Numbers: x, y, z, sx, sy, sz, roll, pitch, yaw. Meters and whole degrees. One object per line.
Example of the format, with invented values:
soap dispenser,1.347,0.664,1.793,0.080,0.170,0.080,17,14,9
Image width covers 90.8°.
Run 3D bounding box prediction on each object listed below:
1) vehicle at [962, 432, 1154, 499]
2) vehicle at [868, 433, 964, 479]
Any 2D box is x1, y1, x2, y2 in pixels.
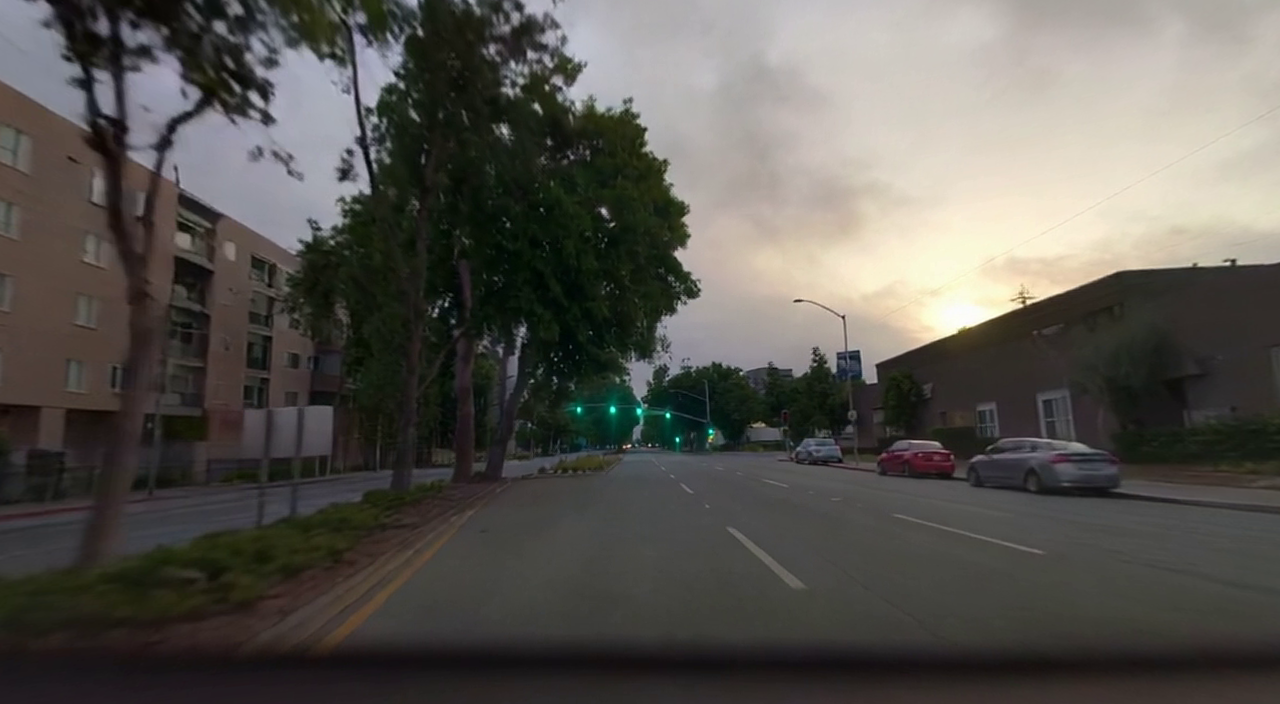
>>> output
vehicle,10.399,2.849,16.230,1.956,1.462,4.306,0,-8,0
vehicle,10.525,3.982,24.418,1.889,1.631,4.021,0,-9,1
